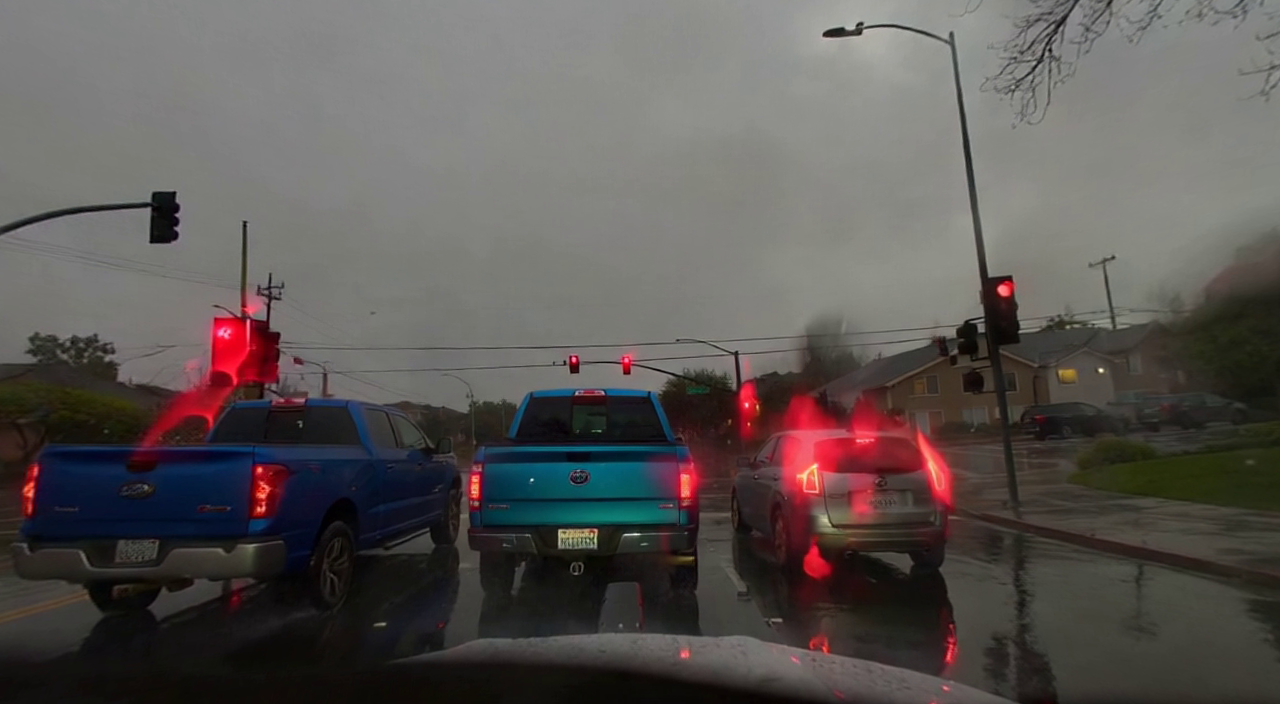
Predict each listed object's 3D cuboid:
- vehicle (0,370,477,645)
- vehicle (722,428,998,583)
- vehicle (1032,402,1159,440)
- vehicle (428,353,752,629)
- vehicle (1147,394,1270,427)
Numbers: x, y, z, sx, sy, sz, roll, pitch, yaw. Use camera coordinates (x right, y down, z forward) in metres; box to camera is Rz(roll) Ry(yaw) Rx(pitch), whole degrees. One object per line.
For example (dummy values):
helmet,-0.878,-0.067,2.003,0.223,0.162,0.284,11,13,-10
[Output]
vehicle,-3.460,1.419,6.889,2.146,1.828,5.148,0,-9,-2
vehicle,2.410,1.809,8.329,2.016,1.481,4.336,0,-9,-1
vehicle,23.314,3.585,32.482,4.721,1.866,2.188,0,-9,2
vehicle,-0.374,1.311,6.788,2.282,1.964,4.421,0,-9,-1
vehicle,29.310,3.047,32.666,4.540,1.543,1.803,0,-9,1
